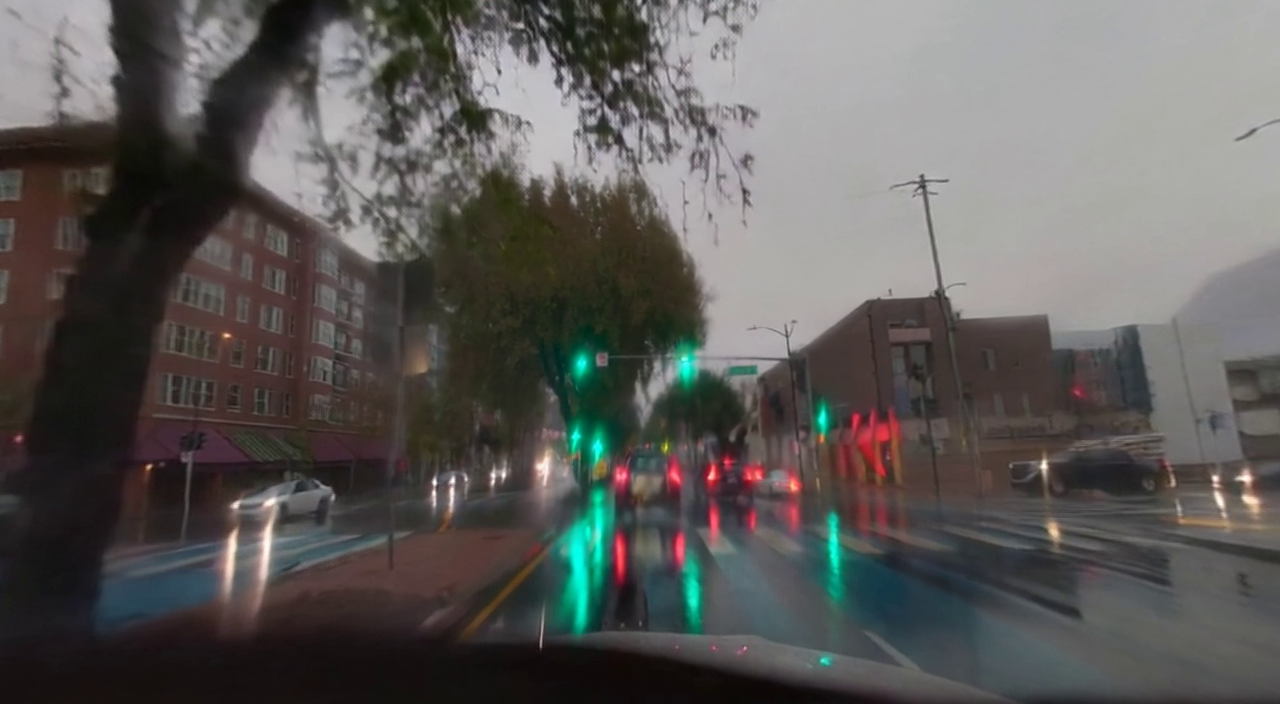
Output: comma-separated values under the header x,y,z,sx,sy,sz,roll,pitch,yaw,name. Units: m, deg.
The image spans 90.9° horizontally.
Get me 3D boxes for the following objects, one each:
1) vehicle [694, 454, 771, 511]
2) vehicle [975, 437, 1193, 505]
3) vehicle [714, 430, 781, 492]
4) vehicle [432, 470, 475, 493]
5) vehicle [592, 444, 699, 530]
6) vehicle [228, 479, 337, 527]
x,y,z,sx,sy,sz,roll,pitch,yaw,name
3.129,4.496,22.153,1.939,1.746,4.091,0,-9,-2,vehicle
13.994,3.770,20.236,5.156,2.005,2.122,-1,-9,6,vehicle
6.326,6.536,38.251,2.803,3.401,6.688,0,-9,0,vehicle
-14.435,10.053,49.051,2.043,1.526,4.617,0,-9,-1,vehicle
0.093,3.128,15.186,2.209,1.748,4.130,0,-9,-1,vehicle
-14.192,5.992,25.375,1.856,1.521,4.309,0,-9,0,vehicle
